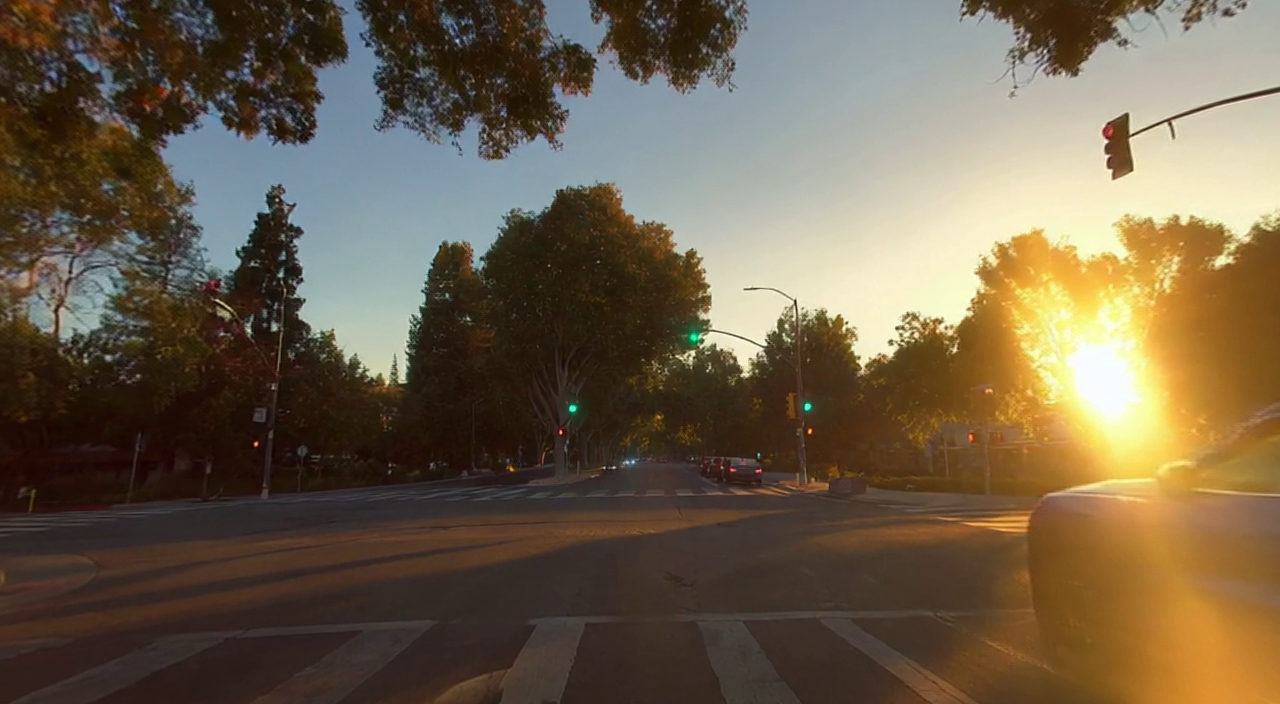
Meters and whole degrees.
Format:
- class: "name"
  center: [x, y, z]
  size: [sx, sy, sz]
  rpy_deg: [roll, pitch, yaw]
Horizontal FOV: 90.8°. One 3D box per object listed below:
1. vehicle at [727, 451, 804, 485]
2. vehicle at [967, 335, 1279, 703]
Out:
- class: "vehicle"
  center: [8.841, 8.237, 45.411]
  size: [2.771, 2.214, 7.159]
  rpy_deg: [2, -9, -12]
- class: "vehicle"
  center: [3.222, 0.703, 1.609]
  size: [2.140, 1.655, 4.786]
  rpy_deg: [0, -9, -1]
